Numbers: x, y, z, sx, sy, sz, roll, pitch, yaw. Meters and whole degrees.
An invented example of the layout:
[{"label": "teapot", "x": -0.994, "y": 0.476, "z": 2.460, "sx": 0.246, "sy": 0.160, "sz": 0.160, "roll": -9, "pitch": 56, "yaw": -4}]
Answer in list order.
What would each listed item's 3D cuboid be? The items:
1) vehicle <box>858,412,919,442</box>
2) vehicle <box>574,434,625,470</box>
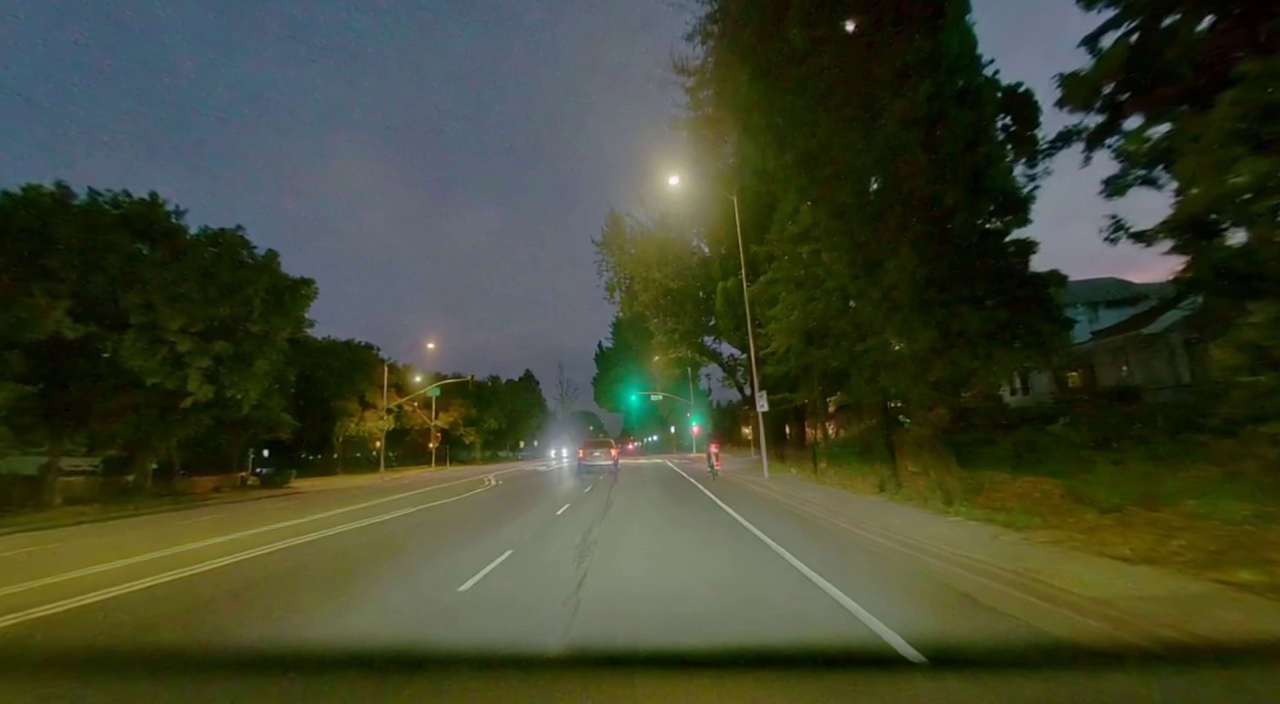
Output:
[{"label": "vehicle", "x": 15.273, "y": 4.694, "z": 39.120, "sx": 1.982, "sy": 1.705, "sz": 4.677, "roll": -1, "pitch": -9, "yaw": 2}, {"label": "vehicle", "x": -2.102, "y": 5.320, "z": 33.799, "sx": 2.215, "sy": 1.799, "sz": 4.426, "roll": -1, "pitch": -8, "yaw": 3}]
